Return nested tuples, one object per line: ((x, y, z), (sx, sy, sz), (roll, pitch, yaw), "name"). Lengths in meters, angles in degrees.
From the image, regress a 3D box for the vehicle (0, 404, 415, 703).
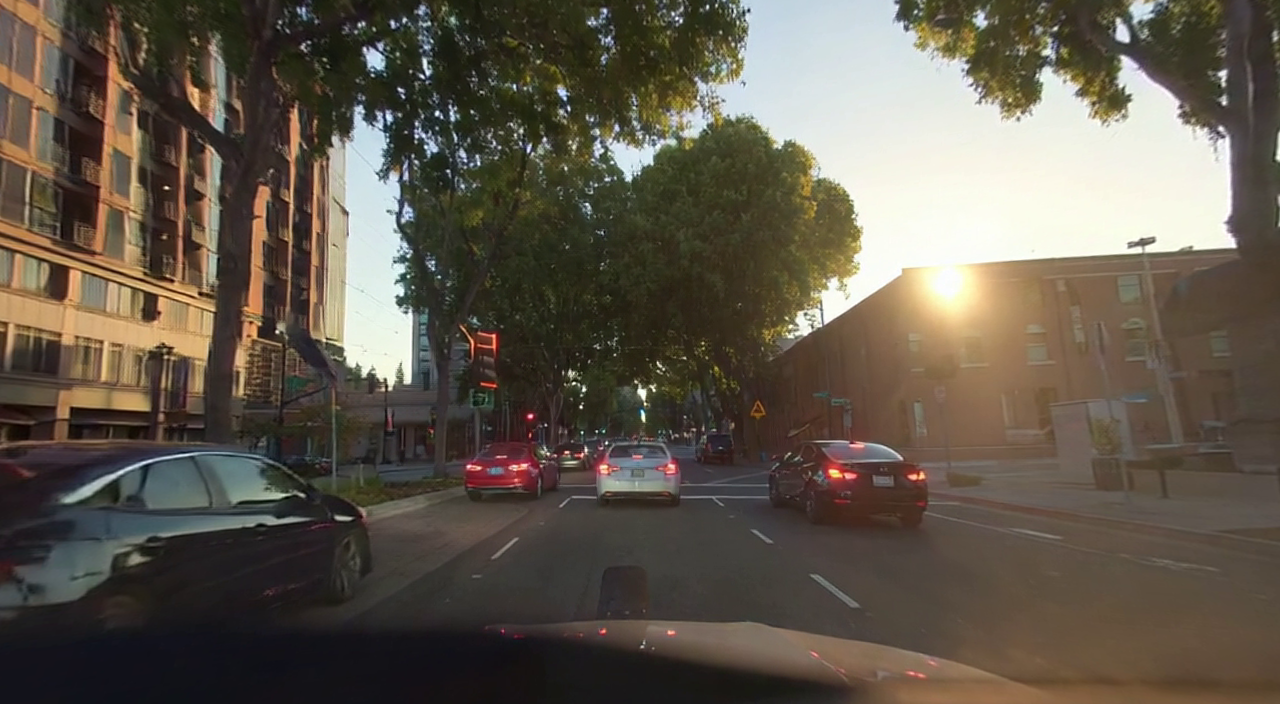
((-3.315, 1.203, 4.067), (2.038, 1.481, 4.379), (0, -8, 1), "vehicle")

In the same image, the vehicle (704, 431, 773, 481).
((4.195, 4.516, 27.755), (2.142, 1.957, 5.443), (0, -8, 0), "vehicle")

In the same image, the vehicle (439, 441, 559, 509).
((-3.398, 3.033, 16.056), (2.002, 1.465, 4.098), (0, -8, 2), "vehicle")

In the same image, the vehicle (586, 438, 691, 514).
((-0.091, 2.769, 14.620), (2.101, 1.480, 3.929), (0, -8, -2), "vehicle")

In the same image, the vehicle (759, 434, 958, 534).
((3.717, 2.314, 11.743), (1.990, 1.486, 4.431), (0, -8, -2), "vehicle")
